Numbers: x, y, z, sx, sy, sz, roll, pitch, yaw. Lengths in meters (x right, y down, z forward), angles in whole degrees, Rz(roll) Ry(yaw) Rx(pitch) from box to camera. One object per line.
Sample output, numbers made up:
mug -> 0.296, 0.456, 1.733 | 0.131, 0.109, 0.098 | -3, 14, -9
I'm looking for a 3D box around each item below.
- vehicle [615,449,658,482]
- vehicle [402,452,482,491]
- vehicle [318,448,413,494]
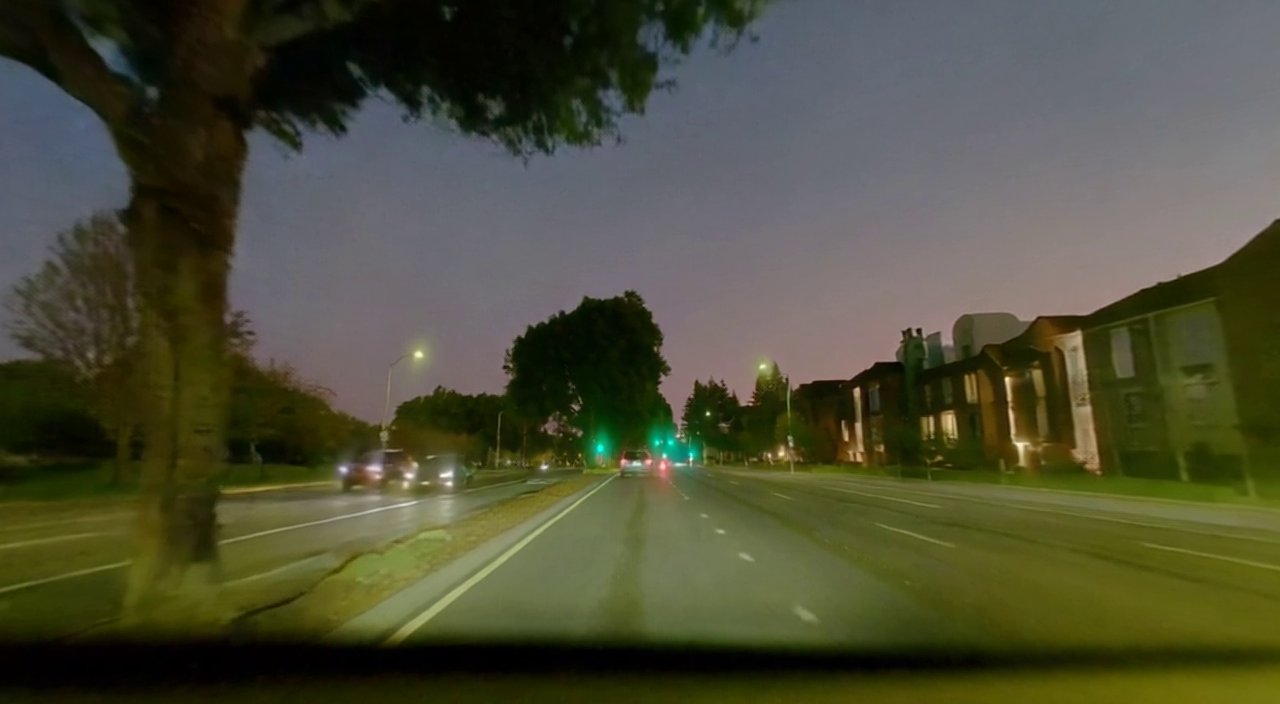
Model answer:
vehicle -> -0.124, 5.813, 32.632 | 2.093, 1.591, 4.247 | 0, -9, 1
vehicle -> -8.498, 5.132, 27.542 | 1.957, 1.527, 4.411 | 0, -9, 1
vehicle -> -11.889, 5.141, 27.769 | 2.052, 1.808, 4.716 | 0, -9, 0
